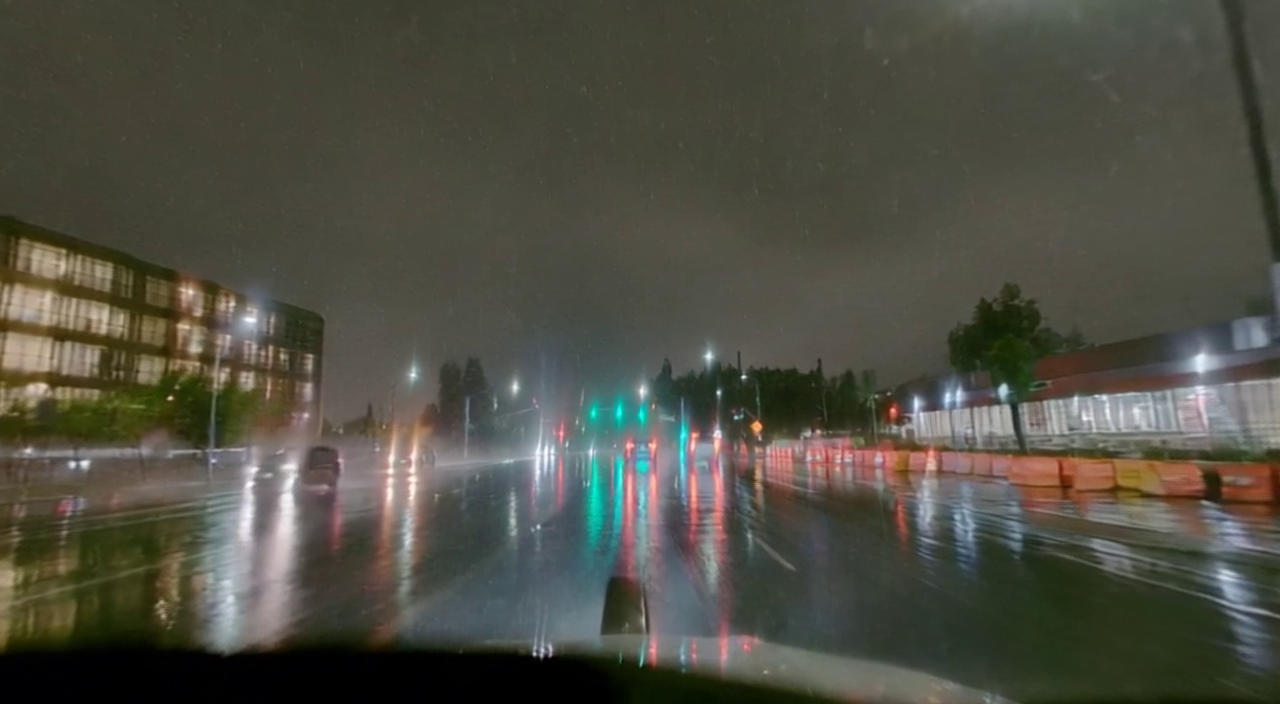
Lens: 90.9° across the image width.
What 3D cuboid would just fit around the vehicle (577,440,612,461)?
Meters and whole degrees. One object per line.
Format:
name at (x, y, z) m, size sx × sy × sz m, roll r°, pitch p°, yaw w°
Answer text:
vehicle at (-3.270, 7.186, 46.223) m, size 2.189 × 1.441 × 4.350 m, roll 0°, pitch -8°, yaw 0°

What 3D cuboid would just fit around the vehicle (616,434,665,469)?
vehicle at (0.122, 5.242, 33.358) m, size 2.000 × 1.671 × 4.276 m, roll -1°, pitch -8°, yaw 8°

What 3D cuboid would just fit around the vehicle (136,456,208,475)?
vehicle at (-37.042, 8.989, 49.902) m, size 4.335 × 1.426 × 1.719 m, roll -1°, pitch -8°, yaw 2°

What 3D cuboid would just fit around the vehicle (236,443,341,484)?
vehicle at (-14.492, 4.576, 26.288) m, size 1.868 × 1.528 × 4.317 m, roll 0°, pitch -8°, yaw 0°

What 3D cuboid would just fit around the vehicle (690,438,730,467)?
vehicle at (3.757, 5.392, 33.973) m, size 1.974 × 1.490 × 4.231 m, roll -1°, pitch -8°, yaw 6°
